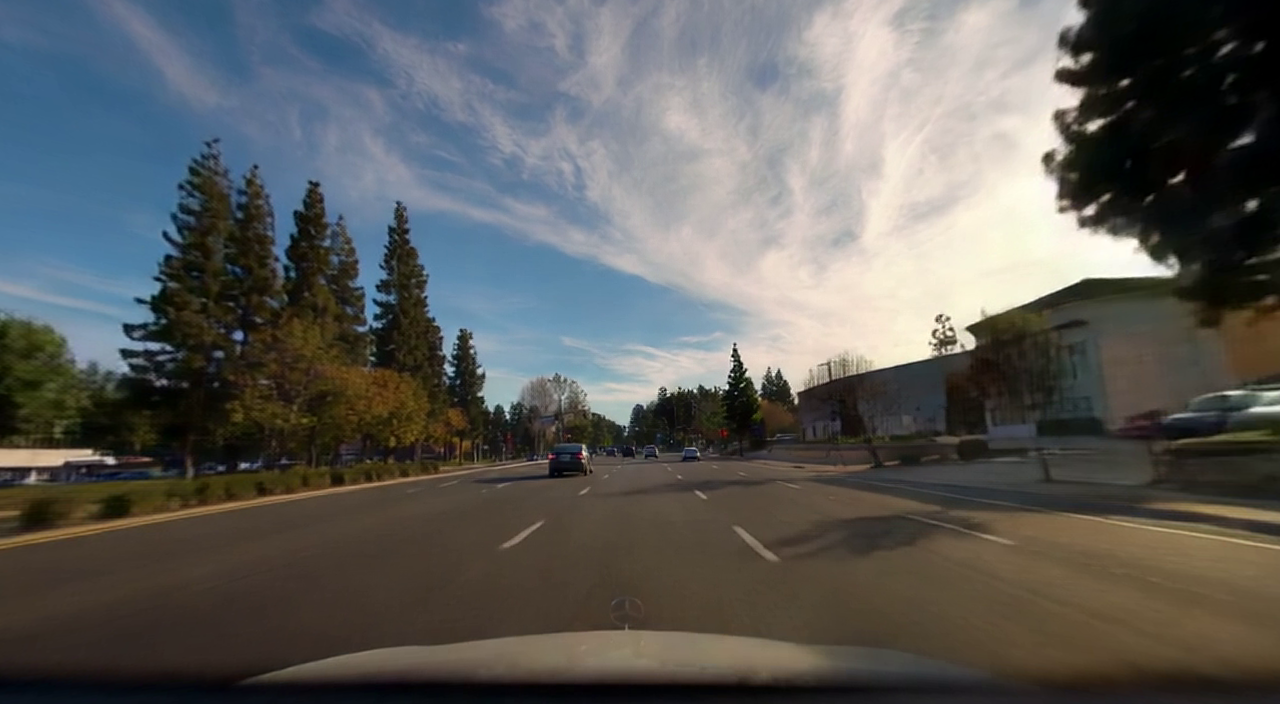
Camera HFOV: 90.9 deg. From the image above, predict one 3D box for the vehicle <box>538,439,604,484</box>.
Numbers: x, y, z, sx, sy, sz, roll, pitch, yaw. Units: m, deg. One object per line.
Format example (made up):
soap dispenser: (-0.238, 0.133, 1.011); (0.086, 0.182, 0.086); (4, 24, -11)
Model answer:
vehicle: (-2.705, 4.453, 25.882); (2.121, 1.656, 4.559); (-1, -9, 1)

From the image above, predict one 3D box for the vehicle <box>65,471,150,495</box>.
vehicle: (-40.685, 10.030, 48.357); (2.118, 1.697, 4.886); (-2, -11, 2)
